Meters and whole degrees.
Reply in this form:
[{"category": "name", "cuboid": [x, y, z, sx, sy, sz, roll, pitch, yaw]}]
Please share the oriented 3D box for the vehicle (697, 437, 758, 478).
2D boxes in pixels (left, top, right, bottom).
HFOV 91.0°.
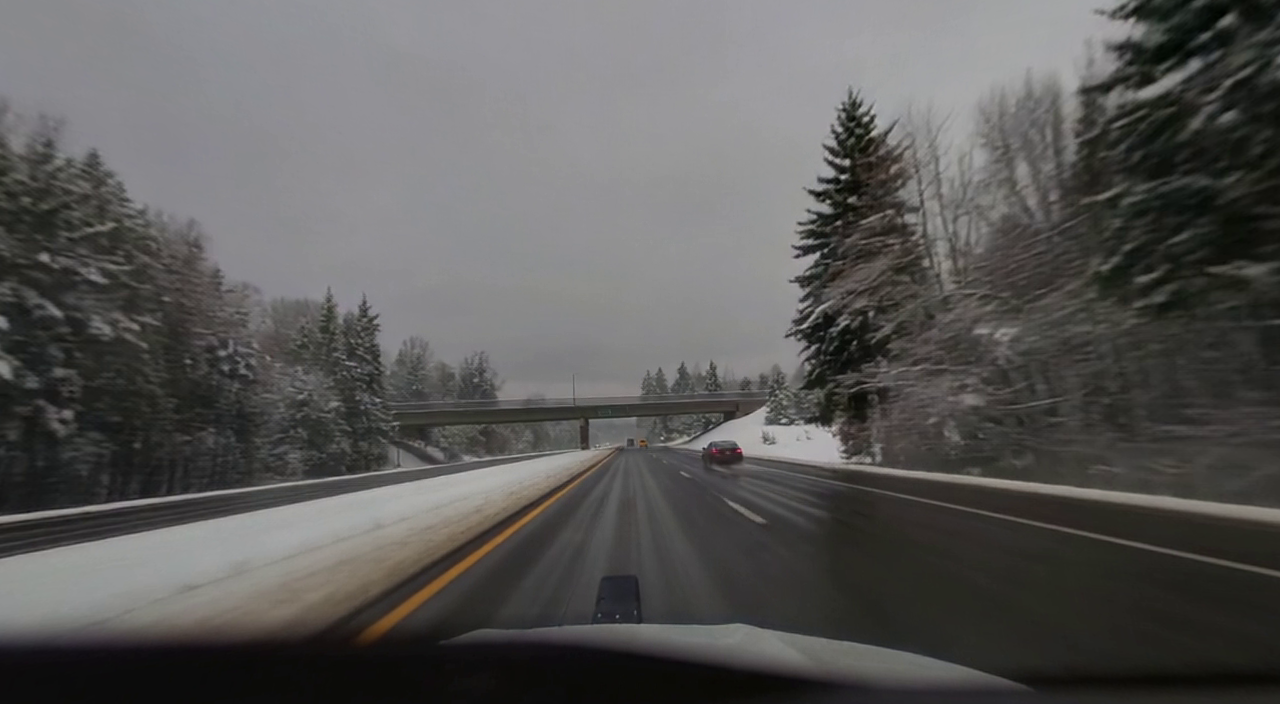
[{"category": "vehicle", "cuboid": [3.376, 4.118, 24.885, 1.781, 1.470, 3.540, 0, -8, -2]}]
